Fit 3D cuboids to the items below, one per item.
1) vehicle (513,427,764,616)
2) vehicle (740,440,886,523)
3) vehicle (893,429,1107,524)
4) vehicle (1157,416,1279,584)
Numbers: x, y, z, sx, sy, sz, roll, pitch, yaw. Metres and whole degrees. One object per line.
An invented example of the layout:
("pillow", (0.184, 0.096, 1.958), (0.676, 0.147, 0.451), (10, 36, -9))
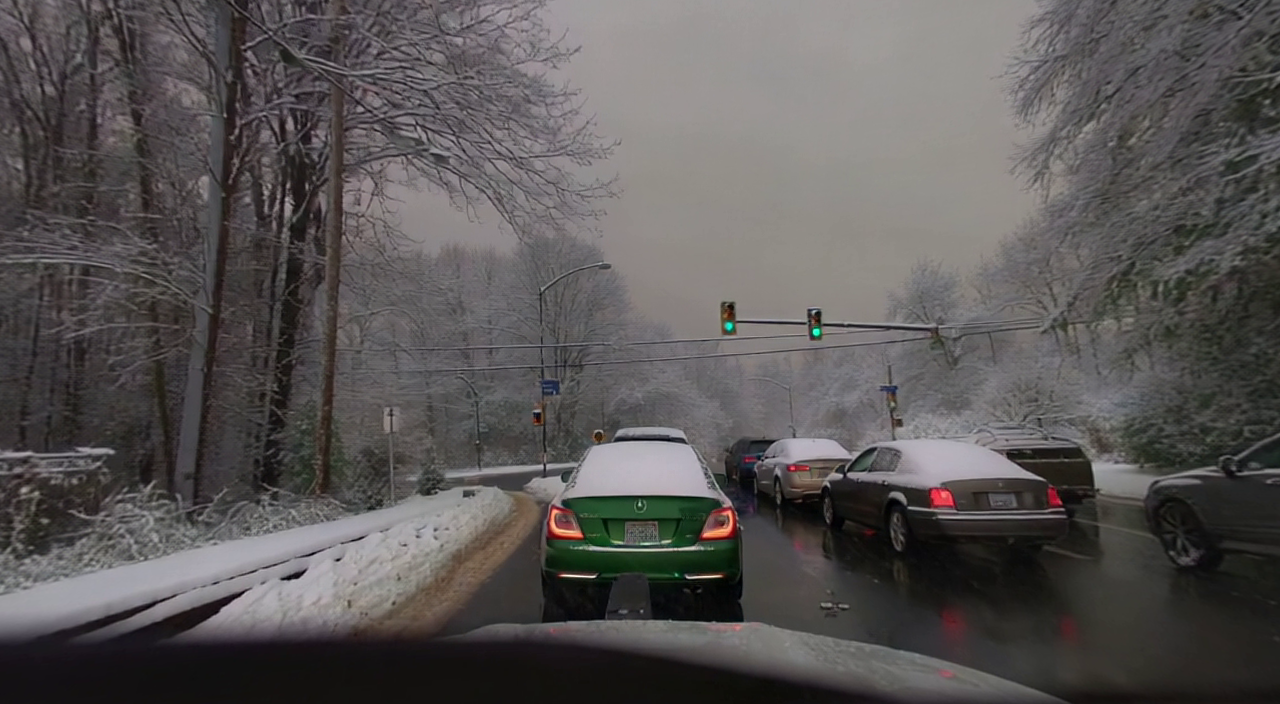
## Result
("vehicle", (0.011, 1.681, 7.104), (2.015, 1.502, 3.898), (0, -9, 1))
("vehicle", (3.525, 2.721, 13.817), (1.934, 1.494, 4.446), (0, -9, 0))
("vehicle", (7.018, 2.464, 12.906), (1.923, 1.611, 4.094), (0, -9, 0))
("vehicle", (6.939, 1.342, 5.580), (1.783, 1.572, 3.421), (0, -9, 1))
